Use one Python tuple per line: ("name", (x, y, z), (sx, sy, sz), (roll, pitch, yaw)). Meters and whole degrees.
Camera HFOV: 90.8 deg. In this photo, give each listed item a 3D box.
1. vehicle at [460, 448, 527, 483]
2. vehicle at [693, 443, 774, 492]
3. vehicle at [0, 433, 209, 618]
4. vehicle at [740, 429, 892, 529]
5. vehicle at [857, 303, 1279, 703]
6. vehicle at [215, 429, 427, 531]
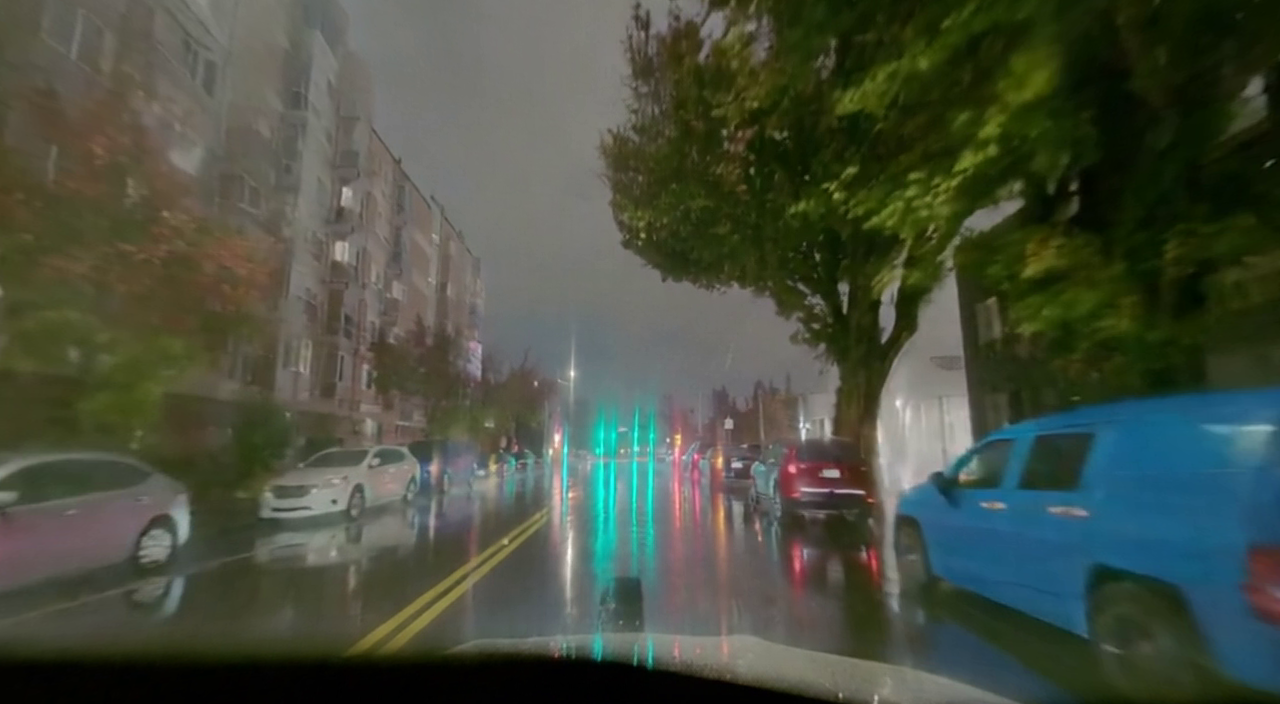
("vehicle", (-6.702, 5.223, 29.398), (1.913, 1.479, 4.714), (0, -9, 1))
("vehicle", (3.062, 3.909, 21.761), (1.908, 1.461, 4.873), (0, -9, -2))
("vehicle", (-6.770, 1.674, 6.352), (1.938, 1.654, 4.130), (0, -9, 0))
("vehicle", (3.307, 2.465, 12.777), (1.828, 1.664, 4.035), (0, -9, -1))
("vehicle", (3.289, 0.981, 3.837), (2.118, 1.793, 4.885), (0, -9, -1))
("vehicle", (-6.699, 2.726, 14.083), (2.224, 1.849, 4.772), (0, -9, 0))
